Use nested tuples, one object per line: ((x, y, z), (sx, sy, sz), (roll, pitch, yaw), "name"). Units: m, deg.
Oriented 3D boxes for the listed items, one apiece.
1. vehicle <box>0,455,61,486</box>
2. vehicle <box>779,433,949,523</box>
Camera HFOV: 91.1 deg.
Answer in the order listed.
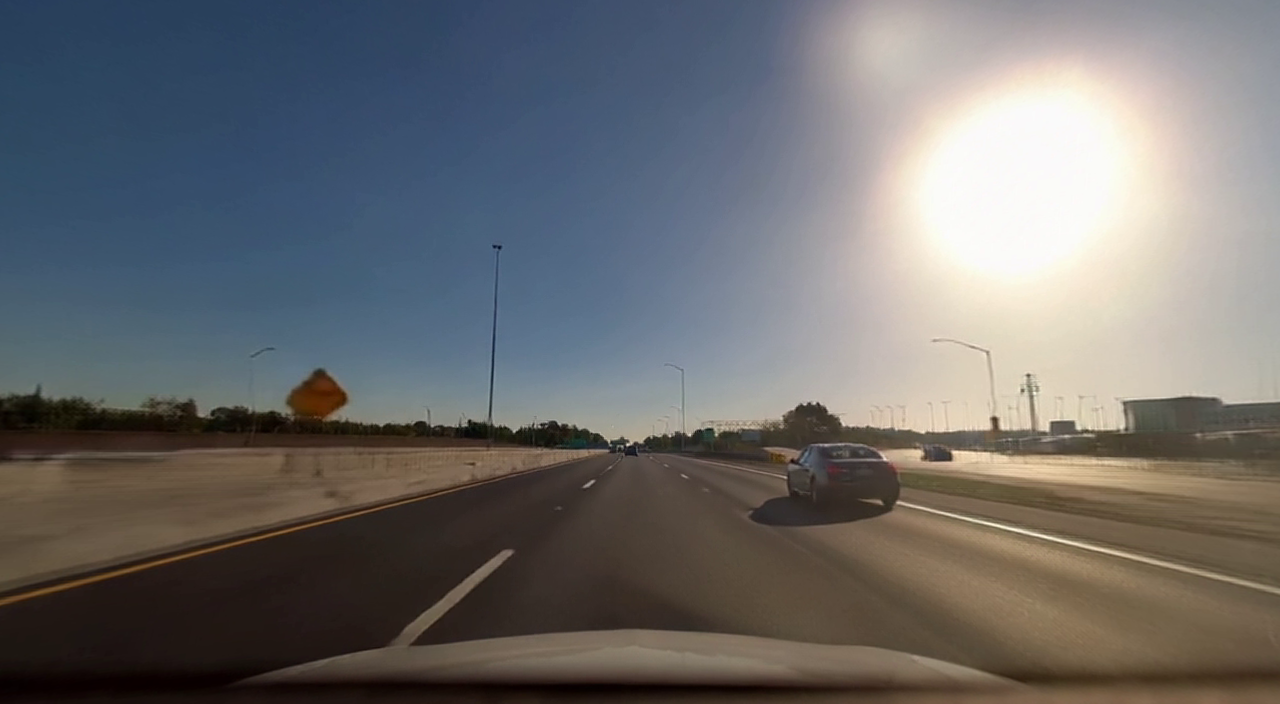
((-31.371, 5.792, 30.834), (1.714, 1.423, 4.430), (0, -9, -1), "vehicle")
((4.383, 2.531, 13.073), (1.984, 1.540, 3.973), (0, -9, -1), "vehicle")
